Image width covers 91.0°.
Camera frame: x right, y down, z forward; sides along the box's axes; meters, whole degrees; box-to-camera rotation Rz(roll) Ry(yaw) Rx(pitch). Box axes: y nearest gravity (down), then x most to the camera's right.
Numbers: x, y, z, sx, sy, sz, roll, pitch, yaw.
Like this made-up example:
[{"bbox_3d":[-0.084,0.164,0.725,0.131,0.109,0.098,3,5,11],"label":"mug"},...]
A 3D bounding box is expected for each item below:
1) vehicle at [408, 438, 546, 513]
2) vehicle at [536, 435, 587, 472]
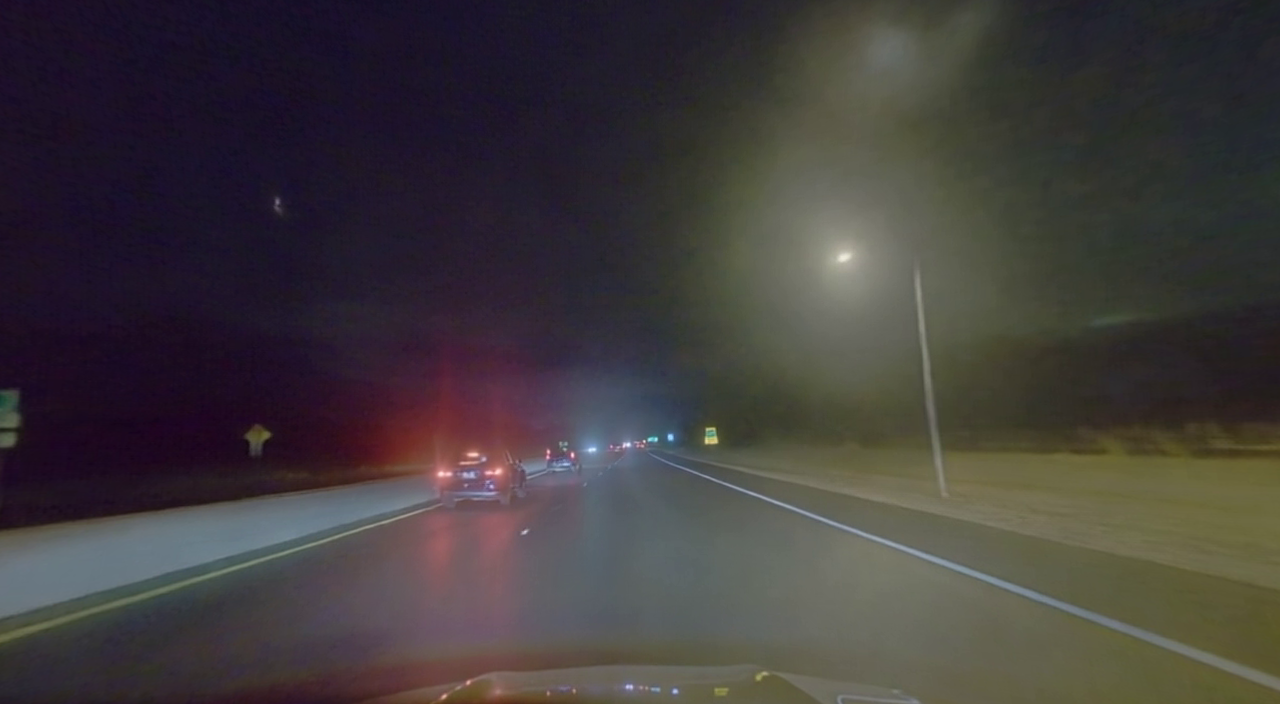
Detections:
[{"bbox_3d":[-3.698,2.890,15.267,2.044,1.527,4.607,0,-9,1],"label":"vehicle"},{"bbox_3d":[-4.206,5.552,34.609,2.177,1.852,4.427,0,-9,1],"label":"vehicle"}]
